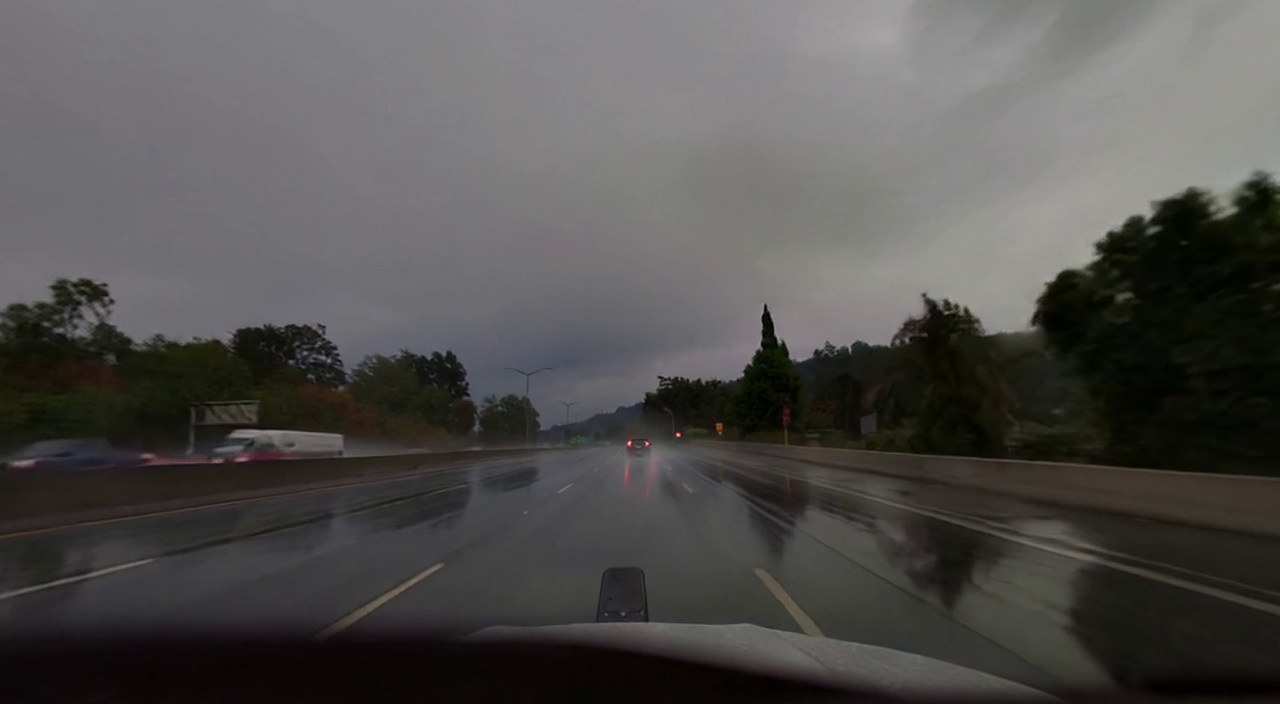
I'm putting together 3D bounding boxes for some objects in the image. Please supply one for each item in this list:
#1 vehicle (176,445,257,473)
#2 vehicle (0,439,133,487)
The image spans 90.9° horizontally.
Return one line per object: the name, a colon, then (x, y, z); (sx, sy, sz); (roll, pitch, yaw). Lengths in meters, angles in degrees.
vehicle: (-28.006, 7.076, 41.893); (2.064, 1.707, 4.753); (0, -8, 0)
vehicle: (-25.072, 4.609, 26.688); (2.338, 1.765, 5.836); (0, -8, 1)
